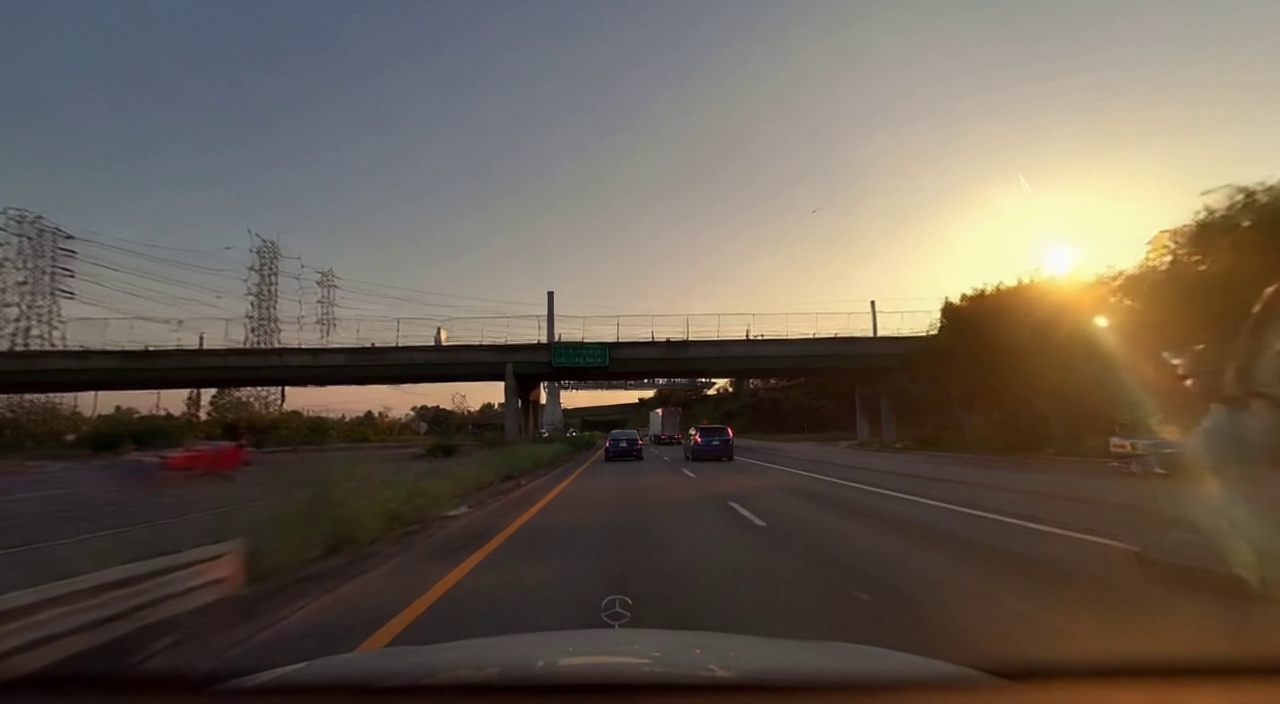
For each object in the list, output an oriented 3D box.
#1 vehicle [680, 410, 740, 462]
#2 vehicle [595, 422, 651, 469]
[{"bbox_3d":[3.578,4.461,33.328,2.387,2.506,5.374,0,-8,-2],"label":"vehicle"},{"bbox_3d":[-0.680,3.746,25.471,2.073,1.750,4.116,0,-8,-2],"label":"vehicle"}]
